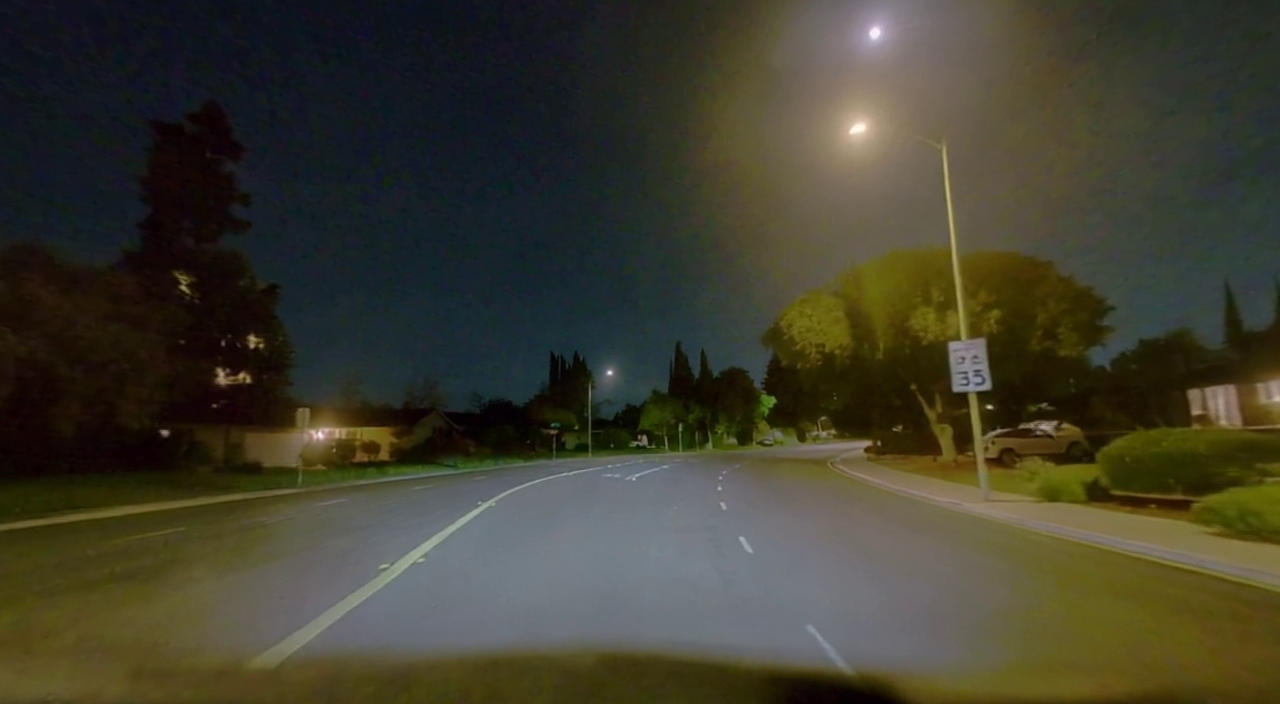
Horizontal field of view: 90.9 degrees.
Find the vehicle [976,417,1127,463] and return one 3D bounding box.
[{"bbox_3d":[16.880,3.670,26.158,4.766,1.789,1.939,-3,-9,17],"label":"vehicle"}]

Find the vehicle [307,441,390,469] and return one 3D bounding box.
[{"bbox_3d":[-17.405,6.148,37.727,4.110,1.605,1.968,-2,-9,15],"label":"vehicle"}]
